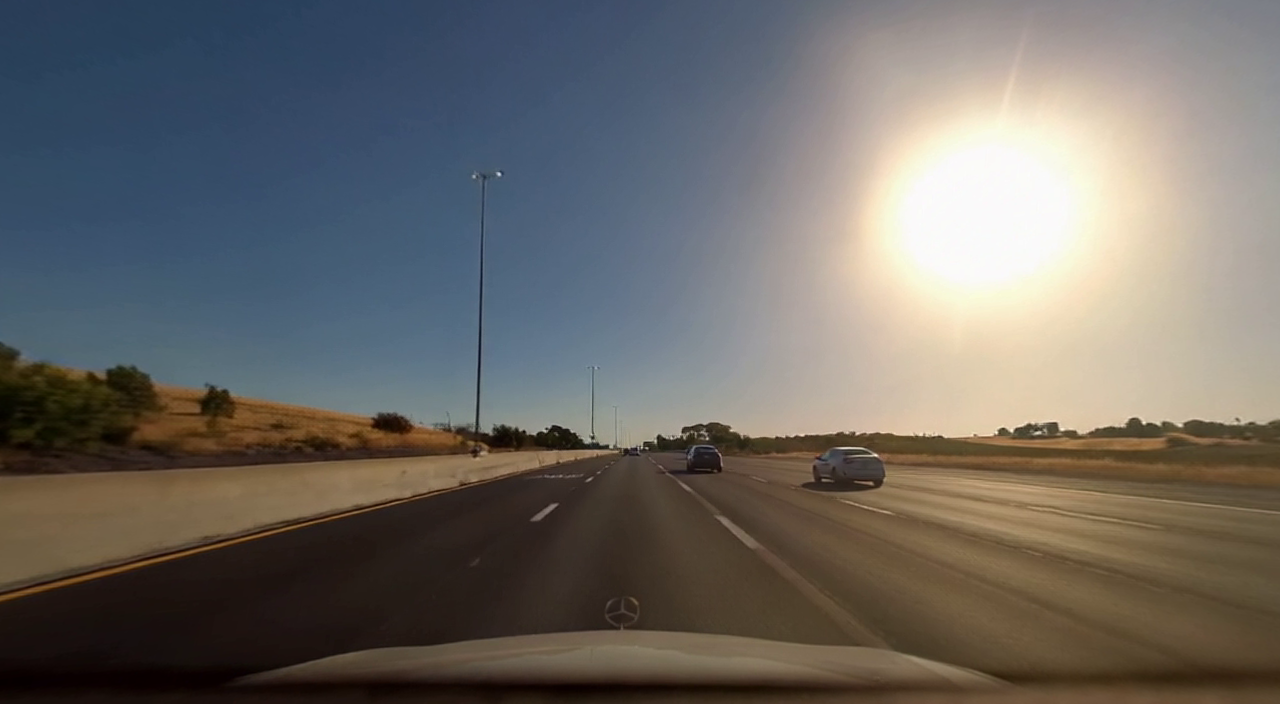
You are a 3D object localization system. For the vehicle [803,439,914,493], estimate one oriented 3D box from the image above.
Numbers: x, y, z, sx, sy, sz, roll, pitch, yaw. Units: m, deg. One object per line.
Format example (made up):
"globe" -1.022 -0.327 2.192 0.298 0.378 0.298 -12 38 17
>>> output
"vehicle" 6.788 3.562 20.114 2.038 1.528 3.910 0 -9 -1

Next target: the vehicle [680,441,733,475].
"vehicle" 3.229 5.241 31.454 2.056 1.553 4.320 0 -9 -2
